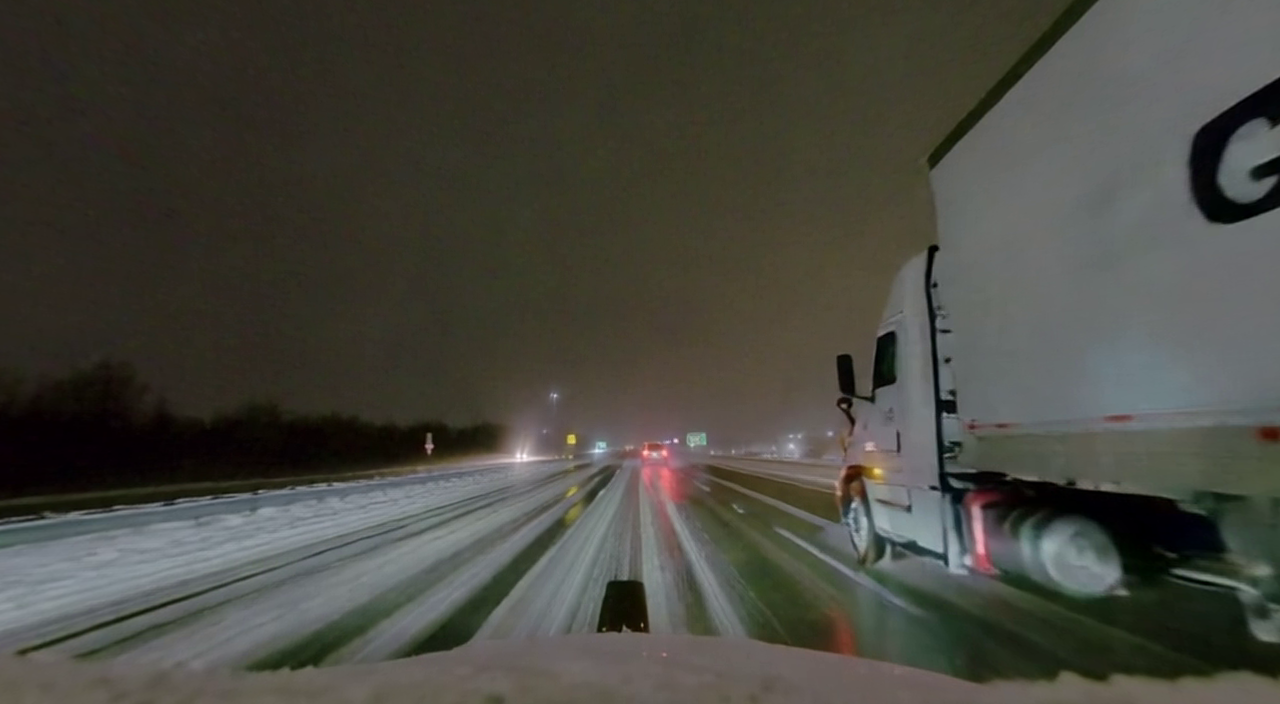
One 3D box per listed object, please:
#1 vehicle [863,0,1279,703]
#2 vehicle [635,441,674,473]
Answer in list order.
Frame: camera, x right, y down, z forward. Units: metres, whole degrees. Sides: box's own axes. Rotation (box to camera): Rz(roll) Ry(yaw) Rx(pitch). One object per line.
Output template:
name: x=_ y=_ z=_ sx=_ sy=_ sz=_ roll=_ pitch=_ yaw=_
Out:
vehicle: x=4.032 y=-0.353 z=1.611 sx=3.027 sy=3.903 sz=10.307 roll=0 pitch=-8 yaw=0
vehicle: x=0.757 y=5.781 z=34.894 sx=2.050 sy=1.654 sz=4.192 roll=0 pitch=-8 yaw=0
